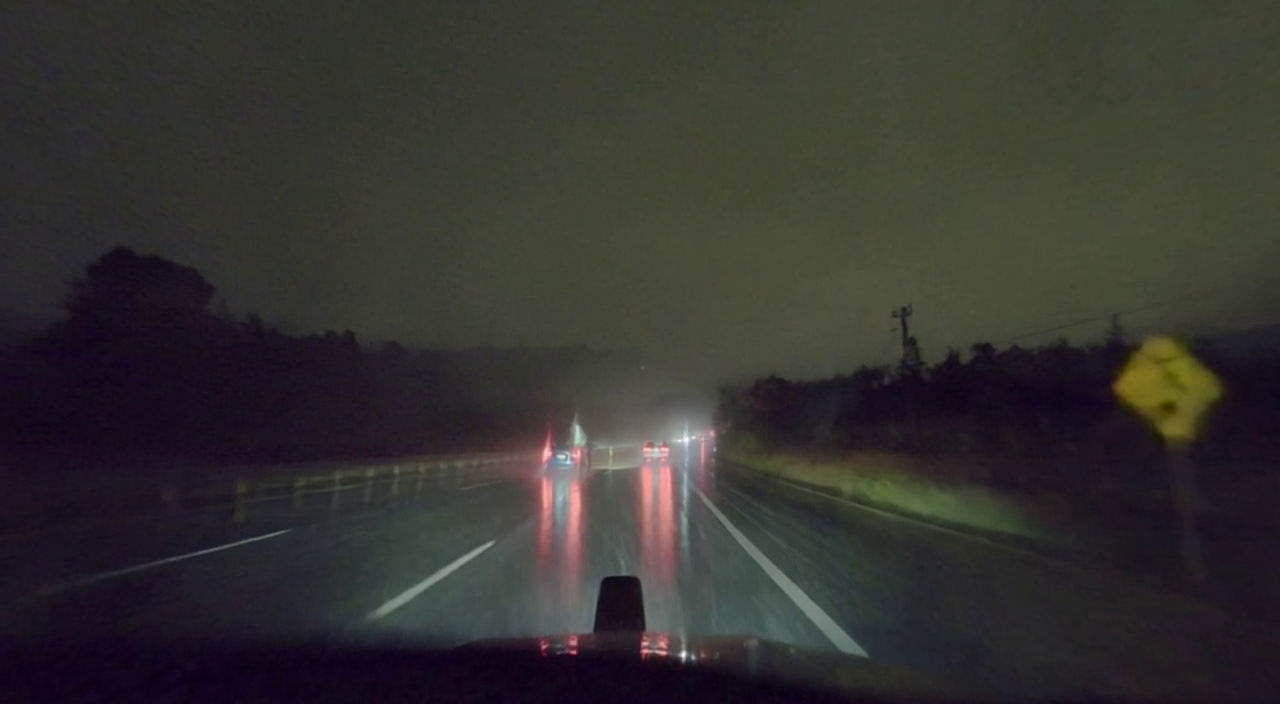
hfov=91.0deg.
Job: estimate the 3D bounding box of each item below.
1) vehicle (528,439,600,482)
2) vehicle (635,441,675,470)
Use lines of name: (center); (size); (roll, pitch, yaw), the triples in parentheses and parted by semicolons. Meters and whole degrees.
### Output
vehicle: (-2.962, 4.368, 25.510); (2.129, 1.563, 4.387); (-1, -9, 3)
vehicle: (0.907, 5.884, 35.870); (2.129, 1.502, 4.321); (-1, -9, 3)
